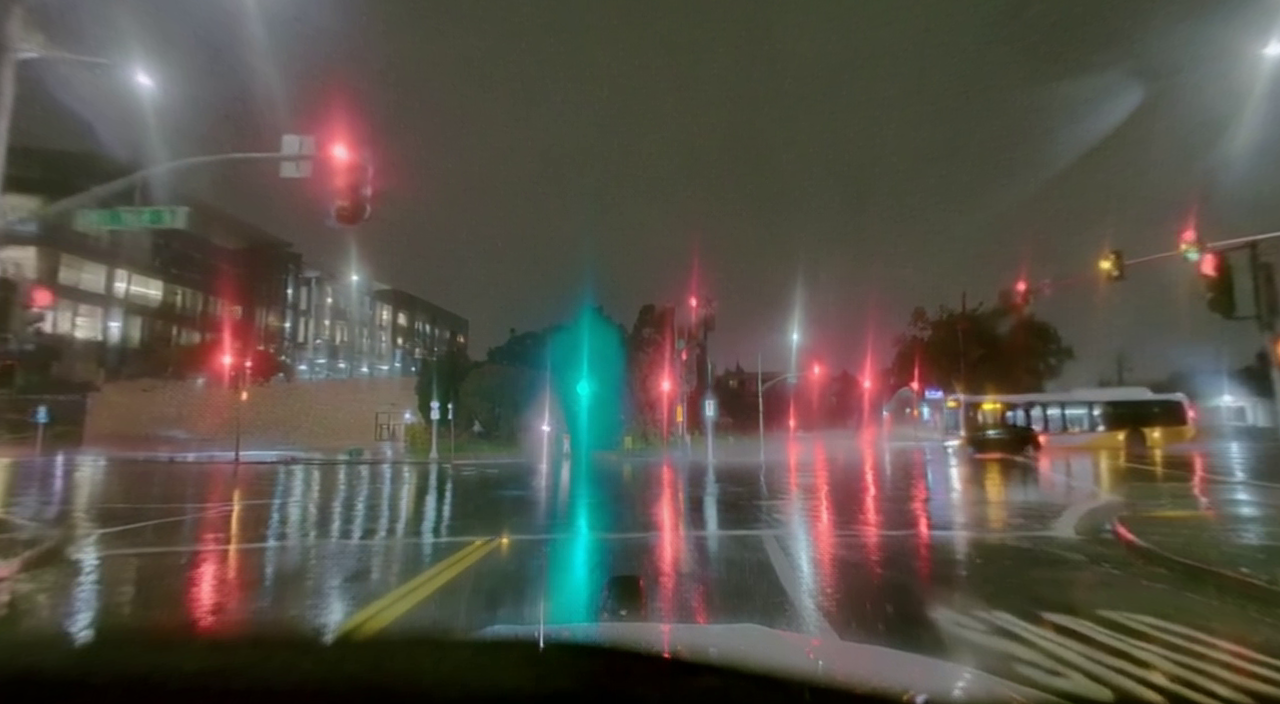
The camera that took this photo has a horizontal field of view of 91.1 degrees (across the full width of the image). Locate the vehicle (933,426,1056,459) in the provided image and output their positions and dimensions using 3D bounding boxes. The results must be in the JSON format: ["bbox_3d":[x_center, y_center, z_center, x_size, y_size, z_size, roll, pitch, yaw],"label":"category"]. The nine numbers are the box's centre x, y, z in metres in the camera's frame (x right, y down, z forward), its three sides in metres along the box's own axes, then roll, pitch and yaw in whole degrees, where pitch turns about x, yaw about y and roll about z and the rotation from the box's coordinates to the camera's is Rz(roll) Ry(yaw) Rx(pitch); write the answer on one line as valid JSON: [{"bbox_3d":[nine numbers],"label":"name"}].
[{"bbox_3d":[16.206,4.179,28.876,4.538,1.461,1.805,0,-9,-1],"label":"vehicle"}]

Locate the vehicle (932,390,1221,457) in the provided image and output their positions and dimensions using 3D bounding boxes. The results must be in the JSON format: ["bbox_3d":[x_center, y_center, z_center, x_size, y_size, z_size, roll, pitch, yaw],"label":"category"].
[{"bbox_3d":[22.549,3.813,32.962,12.822,3.296,3.033,0,-9,-1],"label":"vehicle"}]
